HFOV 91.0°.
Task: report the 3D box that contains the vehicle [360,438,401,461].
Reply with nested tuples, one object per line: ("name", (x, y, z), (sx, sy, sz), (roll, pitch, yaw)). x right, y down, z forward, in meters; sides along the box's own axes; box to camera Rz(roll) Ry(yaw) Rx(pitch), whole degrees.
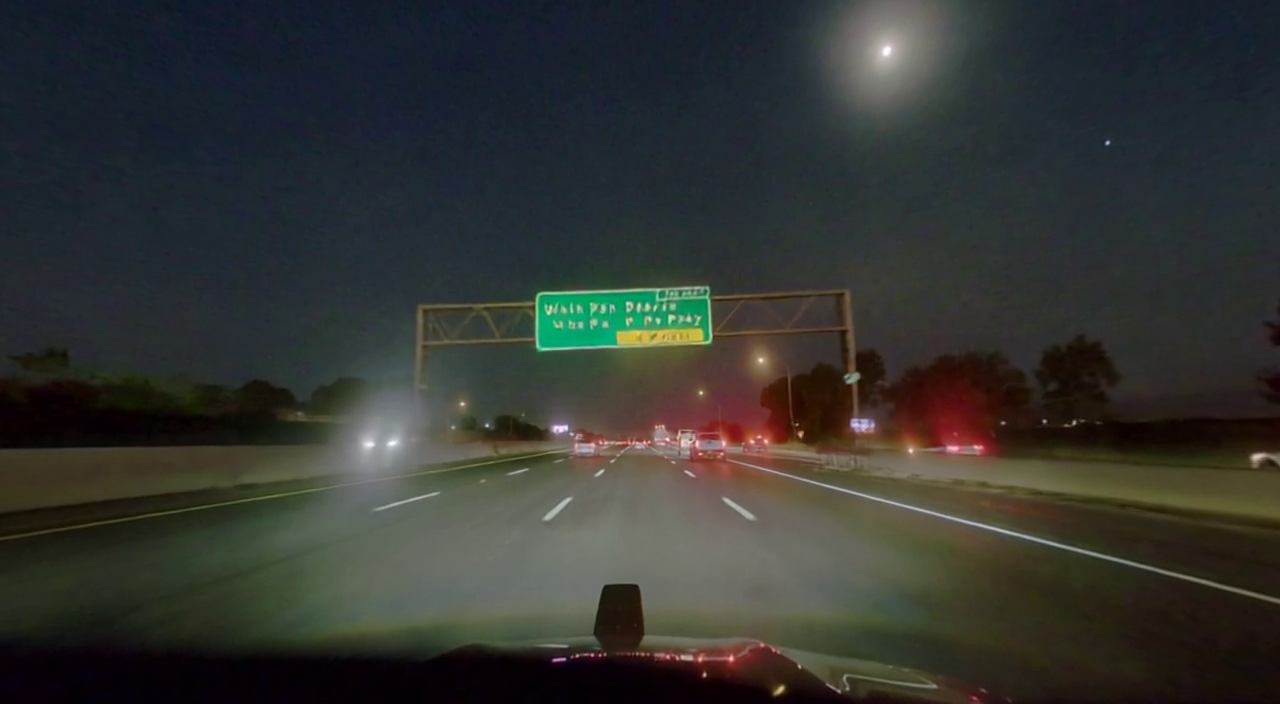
("vehicle", (-17.457, 6.544, 42.491), (1.470, 1.364, 3.324), (-2, -7, -1))

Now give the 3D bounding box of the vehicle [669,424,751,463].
("vehicle", (3.927, 5.727, 39.241), (3.042, 2.004, 14.051), (0, -8, -2))

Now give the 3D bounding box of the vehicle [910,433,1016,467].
("vehicle", (19.025, 5.795, 37.472), (2.261, 1.824, 5.678), (2, -9, -15))

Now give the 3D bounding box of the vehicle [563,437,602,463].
("vehicle", (-3.609, 6.229, 40.085), (2.066, 1.500, 4.415), (0, -8, 0))
